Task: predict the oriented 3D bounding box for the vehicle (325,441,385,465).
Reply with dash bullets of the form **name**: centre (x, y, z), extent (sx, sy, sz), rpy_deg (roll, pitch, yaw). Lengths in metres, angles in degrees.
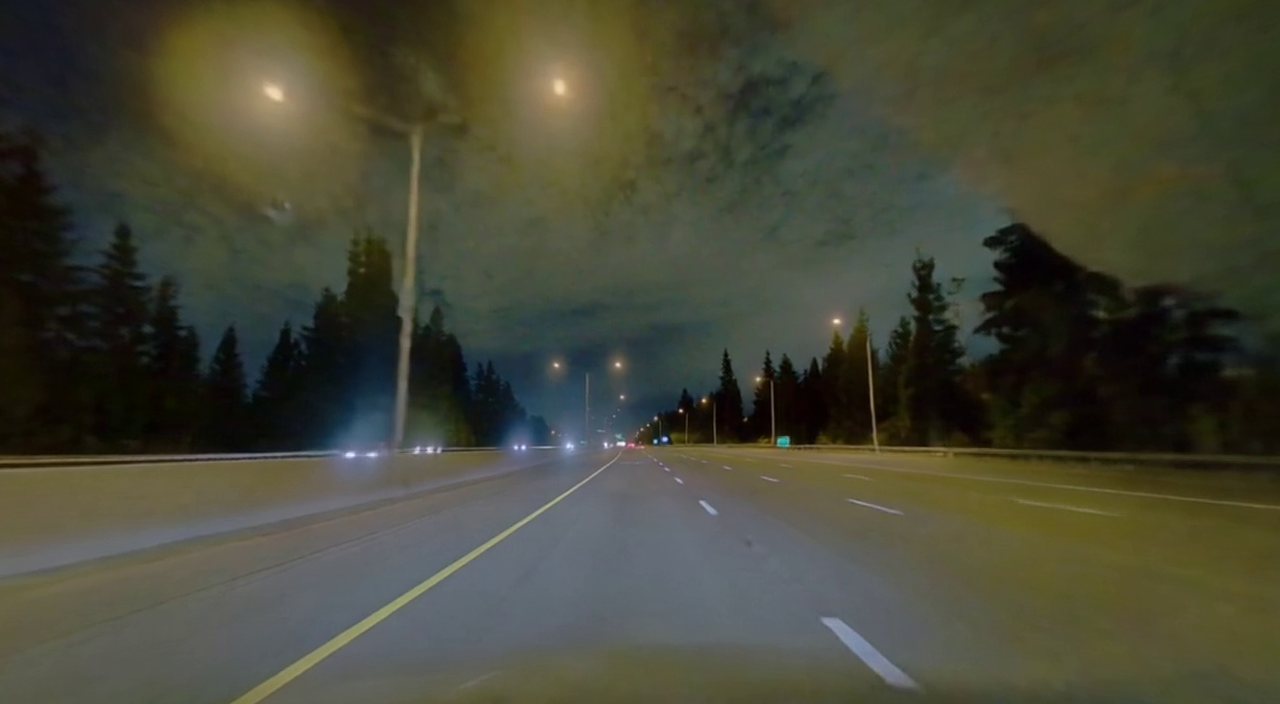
- **vehicle**: centre (-18.560, 6.583, 41.290), extent (1.819, 1.451, 4.533), rpy_deg (0, -8, 0)
